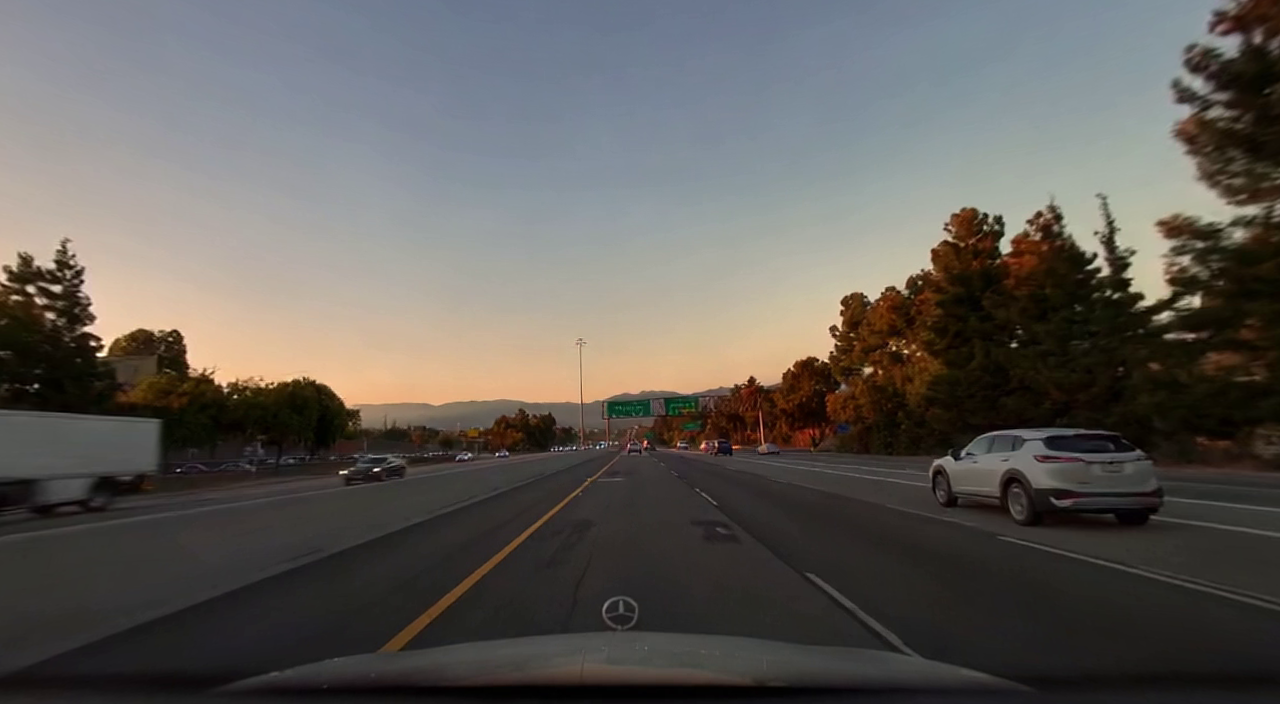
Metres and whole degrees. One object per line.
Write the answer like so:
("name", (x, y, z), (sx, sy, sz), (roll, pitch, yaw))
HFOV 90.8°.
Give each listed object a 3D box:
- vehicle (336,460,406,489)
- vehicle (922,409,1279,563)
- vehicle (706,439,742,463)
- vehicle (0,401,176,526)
("vehicle", (-15.024, 6.846, 35.595), (1.876, 1.401, 4.591), (0, -9, 0))
("vehicle", (6.366, 1.819, 9.363), (2.052, 1.660, 4.837), (0, -9, -1))
("vehicle", (6.333, 7.493, 48.015), (2.030, 1.706, 4.279), (0, -9, -1))
("vehicle", (-22.422, 3.829, 21.875), (2.836, 4.063, 13.052), (0, -9, 0))
